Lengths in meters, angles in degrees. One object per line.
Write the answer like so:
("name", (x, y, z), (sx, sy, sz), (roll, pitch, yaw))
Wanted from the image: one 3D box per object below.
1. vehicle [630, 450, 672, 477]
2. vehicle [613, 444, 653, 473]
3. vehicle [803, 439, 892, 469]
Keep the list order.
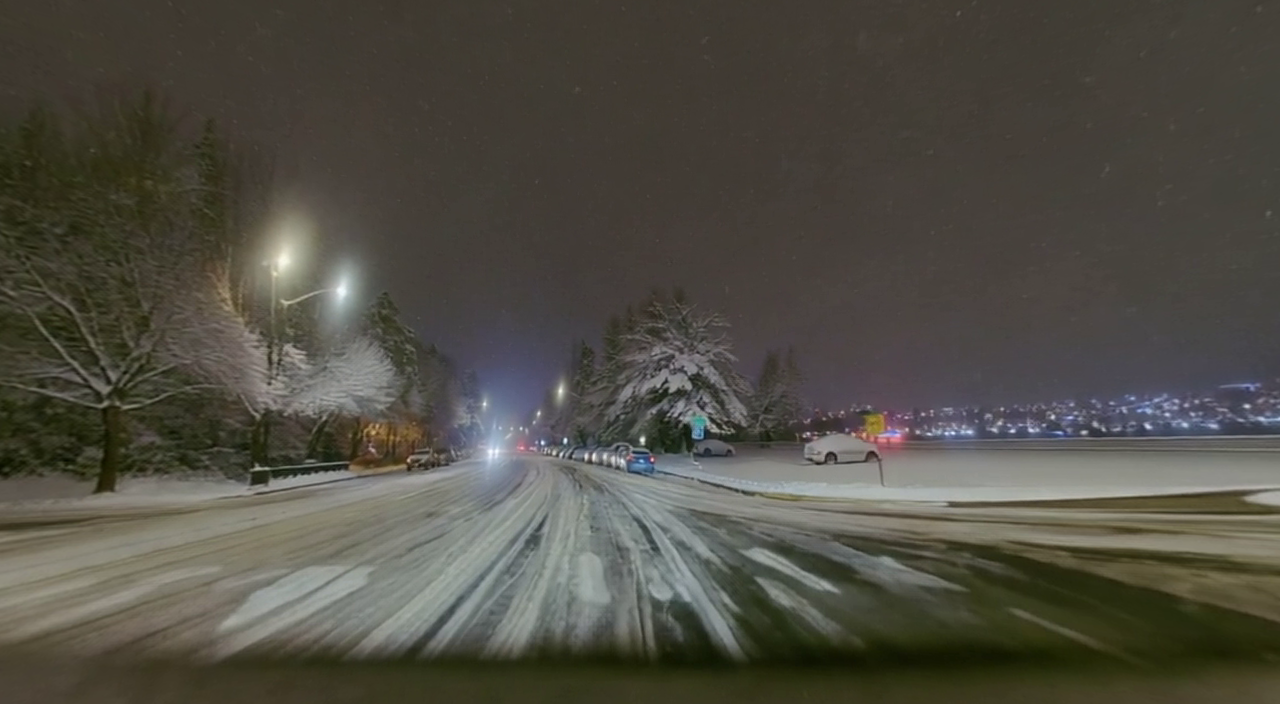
("vehicle", (0.620, 6.739, 38.348), (1.866, 1.492, 4.093), (1, -9, -9))
("vehicle", (-0.575, 7.524, 44.890), (2.143, 1.867, 5.373), (1, -9, -8))
("vehicle", (11.259, 5.555, 34.442), (4.201, 1.546, 1.749), (1, -9, -6))
